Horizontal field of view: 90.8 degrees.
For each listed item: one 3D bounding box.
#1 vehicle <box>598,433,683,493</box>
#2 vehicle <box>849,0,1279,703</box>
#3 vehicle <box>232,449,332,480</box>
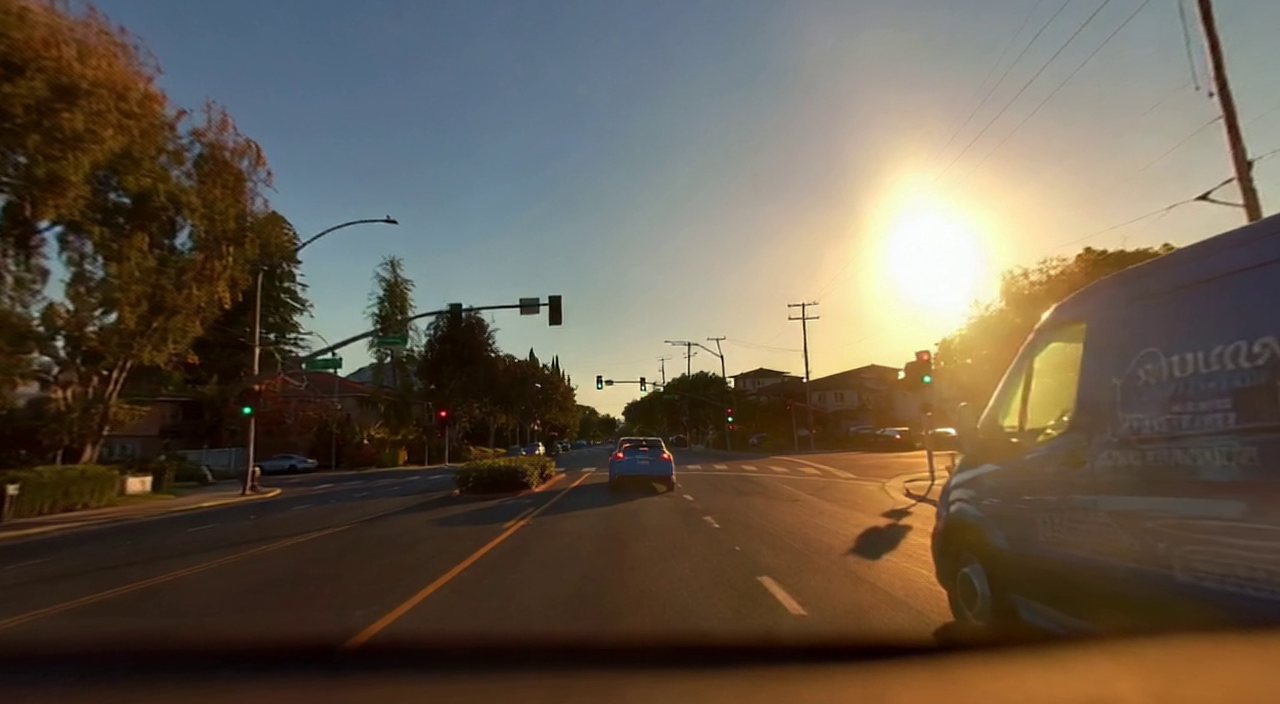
[{"bbox_3d":[-0.005,3.076,17.799,2.104,1.462,3.991,0,-9,0],"label":"vehicle"},{"bbox_3d":[2.940,0.079,0.953,2.770,3.054,7.271,0,-9,0],"label":"vehicle"},{"bbox_3d":[-20.548,6.453,36.387,4.588,1.703,1.879,0,-9,1],"label":"vehicle"}]
